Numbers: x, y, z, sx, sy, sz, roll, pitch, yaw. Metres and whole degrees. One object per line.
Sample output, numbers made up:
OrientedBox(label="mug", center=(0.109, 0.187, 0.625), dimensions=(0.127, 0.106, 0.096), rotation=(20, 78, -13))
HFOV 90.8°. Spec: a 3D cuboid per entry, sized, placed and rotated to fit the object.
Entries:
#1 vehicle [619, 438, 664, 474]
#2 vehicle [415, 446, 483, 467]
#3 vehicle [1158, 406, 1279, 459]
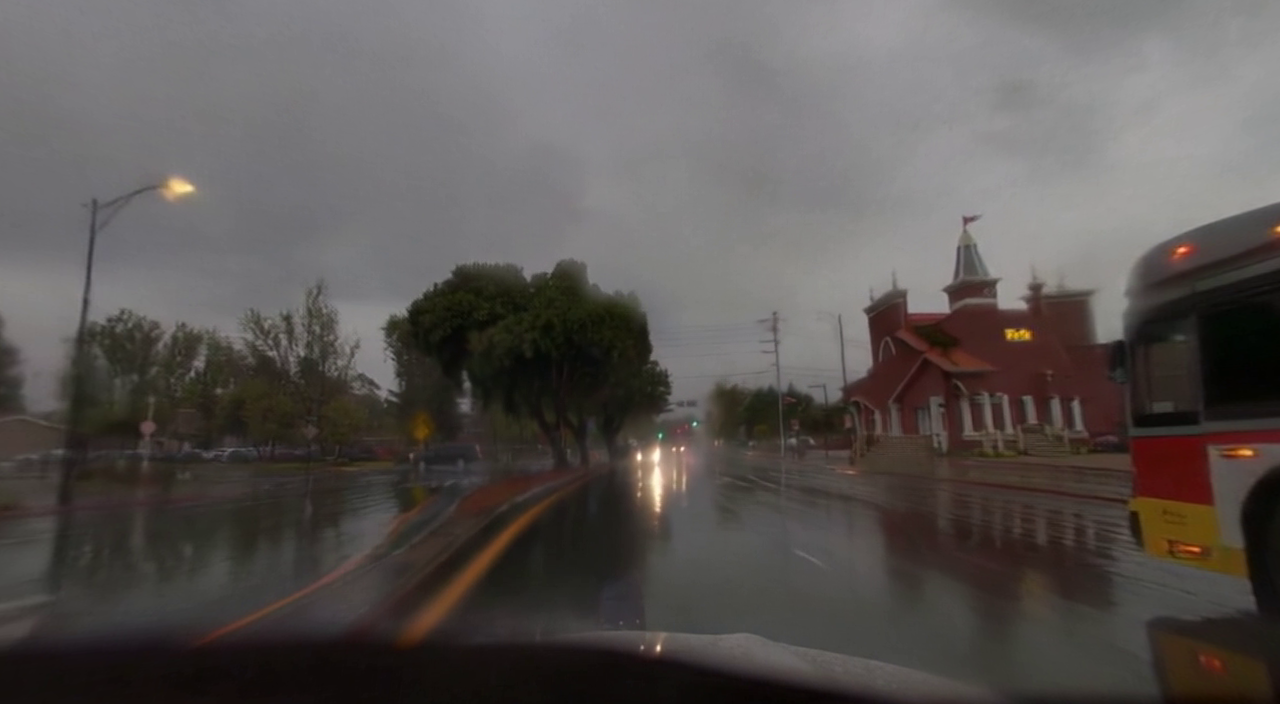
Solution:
OrientedBox(label="vehicle", center=(0.132, 5.049, 30.792), dimensions=(2.032, 1.621, 4.082), rotation=(0, -8, 2))
OrientedBox(label="vehicle", center=(-14.046, 7.688, 46.685), dimensions=(2.210, 1.493, 4.430), rotation=(-6, -10, 33))
OrientedBox(label="vehicle", center=(25.378, 3.461, 27.188), dimensions=(4.262, 2.188, 2.087), rotation=(0, -7, -1))
